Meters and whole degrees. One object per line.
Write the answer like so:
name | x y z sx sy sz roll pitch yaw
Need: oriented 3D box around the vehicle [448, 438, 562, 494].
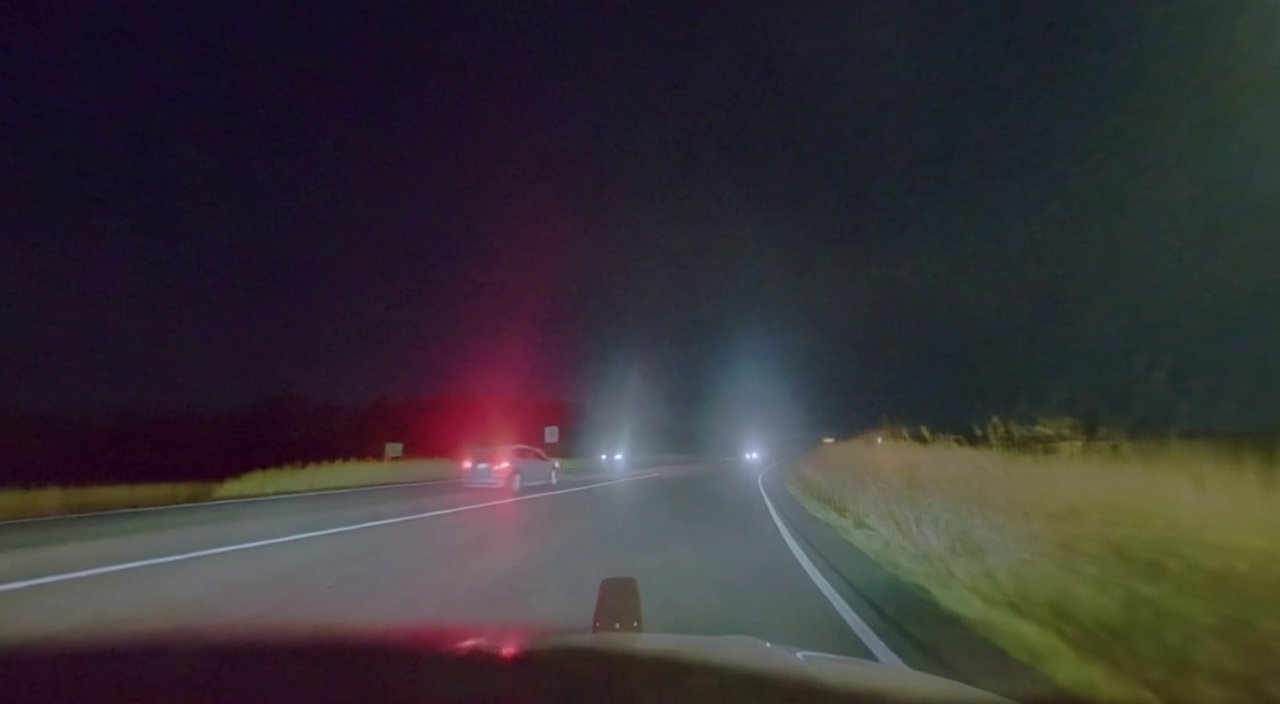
vehicle | -4.388 3.764 21.058 2.106 1.679 3.908 -3 -9 16
